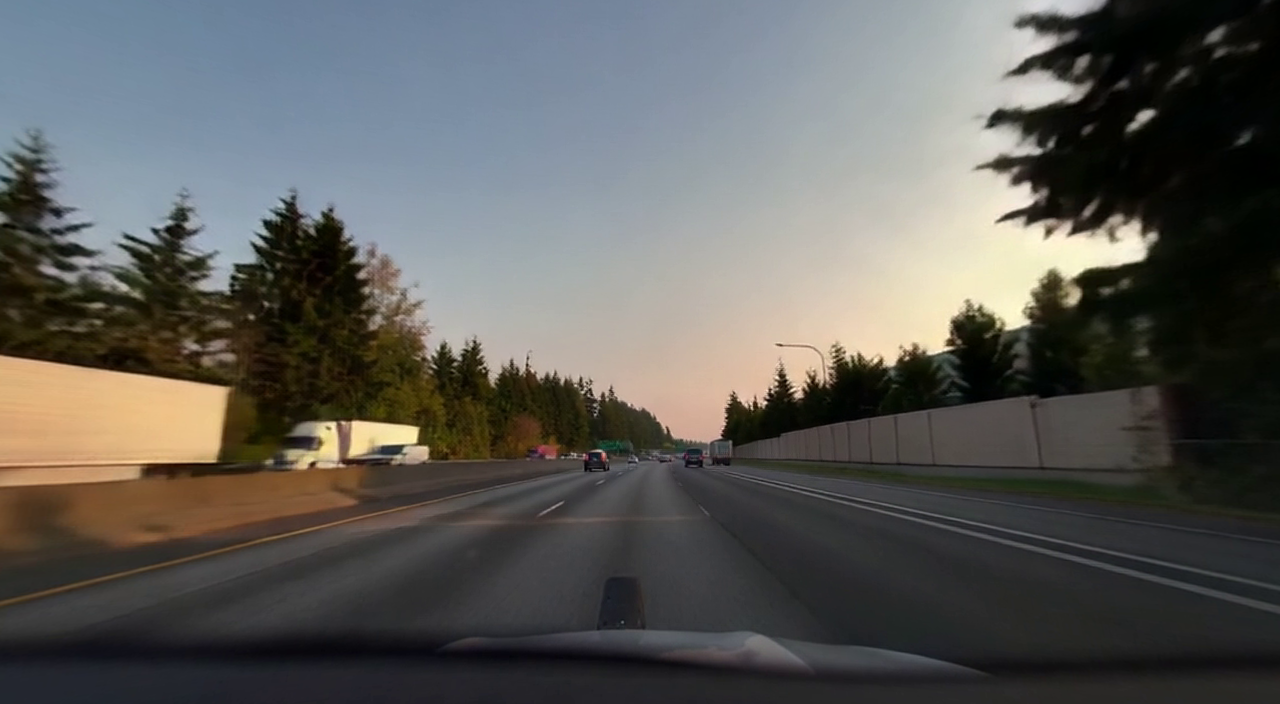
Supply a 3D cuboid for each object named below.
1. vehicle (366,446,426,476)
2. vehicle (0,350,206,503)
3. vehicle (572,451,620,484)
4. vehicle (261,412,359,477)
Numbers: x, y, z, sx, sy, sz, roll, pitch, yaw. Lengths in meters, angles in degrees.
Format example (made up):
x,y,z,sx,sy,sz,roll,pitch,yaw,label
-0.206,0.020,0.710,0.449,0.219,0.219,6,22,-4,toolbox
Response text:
x,y,z,sx,sy,sz,roll,pitch,yaw,label
-17.040,7.634,44.373,2.095,1.943,5.068,0,-9,1,vehicle
-18.643,2.102,17.503,3.117,4.012,13.946,0,-9,1,vehicle
-2.119,5.752,31.709,2.035,1.513,4.272,0,-9,1,vehicle
-21.392,6.084,41.313,2.925,3.888,5.821,-1,-9,2,vehicle
